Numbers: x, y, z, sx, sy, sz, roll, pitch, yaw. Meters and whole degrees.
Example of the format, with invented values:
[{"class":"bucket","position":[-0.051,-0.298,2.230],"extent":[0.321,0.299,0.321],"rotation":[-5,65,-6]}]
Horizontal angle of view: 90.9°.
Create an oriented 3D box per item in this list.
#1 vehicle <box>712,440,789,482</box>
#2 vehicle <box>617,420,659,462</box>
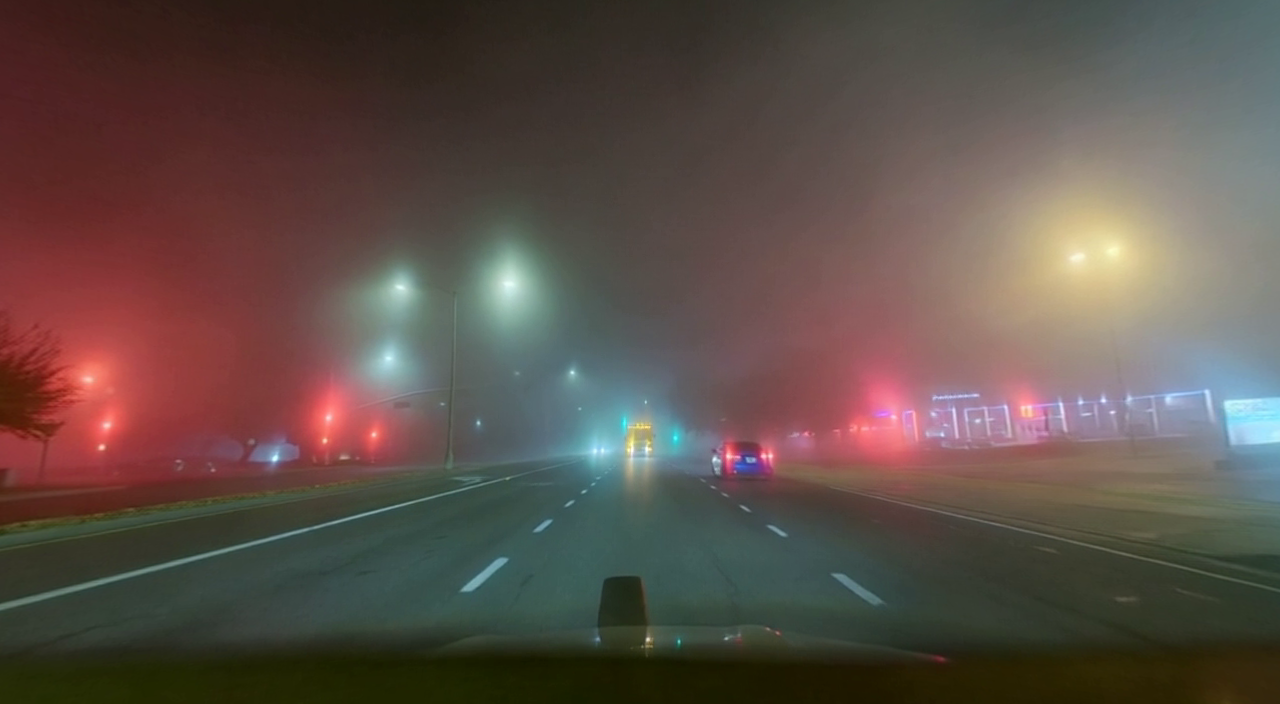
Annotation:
[{"class":"vehicle","position":[4.078,4.106,24.093],"extent":[2.005,1.442,4.675],"rotation":[0,-8,-1]},{"class":"vehicle","position":[-0.120,6.507,46.161],"extent":[2.833,2.879,6.572],"rotation":[0,-8,0]}]
